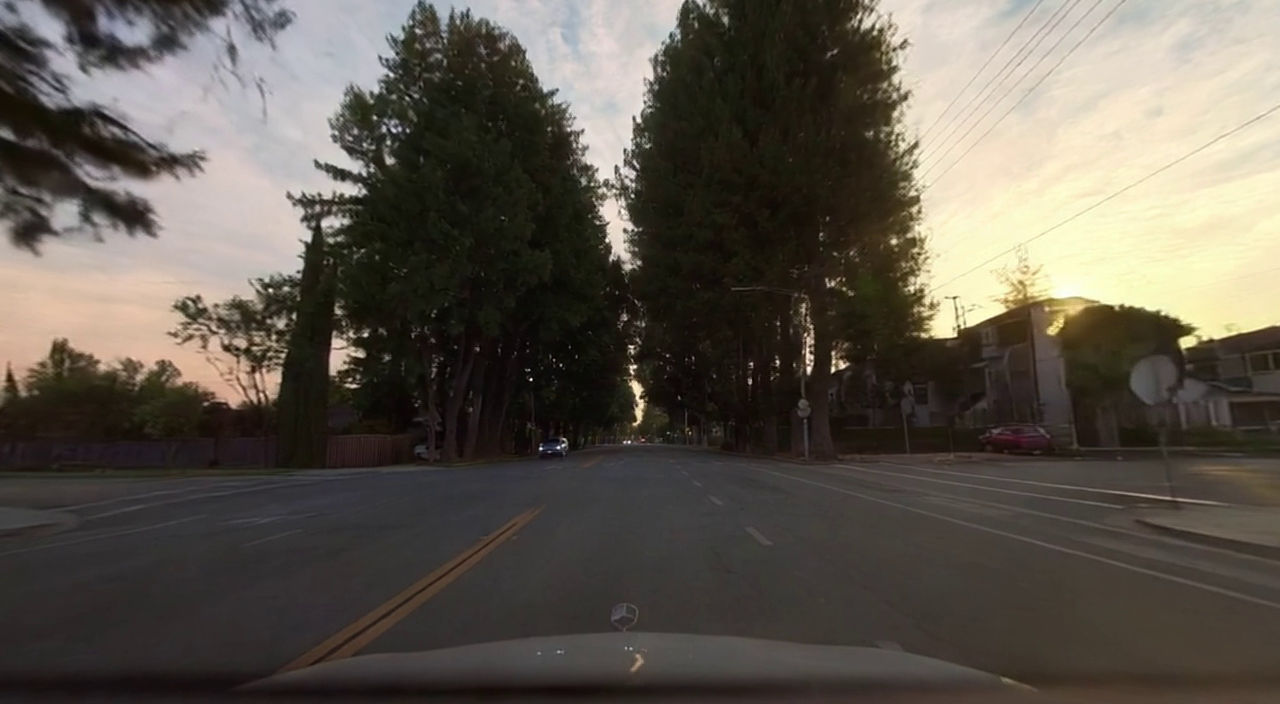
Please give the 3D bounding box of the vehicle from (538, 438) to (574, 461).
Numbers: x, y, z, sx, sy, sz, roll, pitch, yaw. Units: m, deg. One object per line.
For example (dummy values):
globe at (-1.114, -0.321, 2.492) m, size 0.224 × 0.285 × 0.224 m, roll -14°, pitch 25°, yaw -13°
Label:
vehicle at (-6.560, 7.685, 49.762) m, size 2.038 × 1.743 × 4.381 m, roll -1°, pitch -8°, yaw 3°

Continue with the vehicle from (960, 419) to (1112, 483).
vehicle at (13.245, 3.286, 21.022) m, size 4.771 × 1.912 × 2.137 m, roll 5°, pitch -10°, yaw -29°
